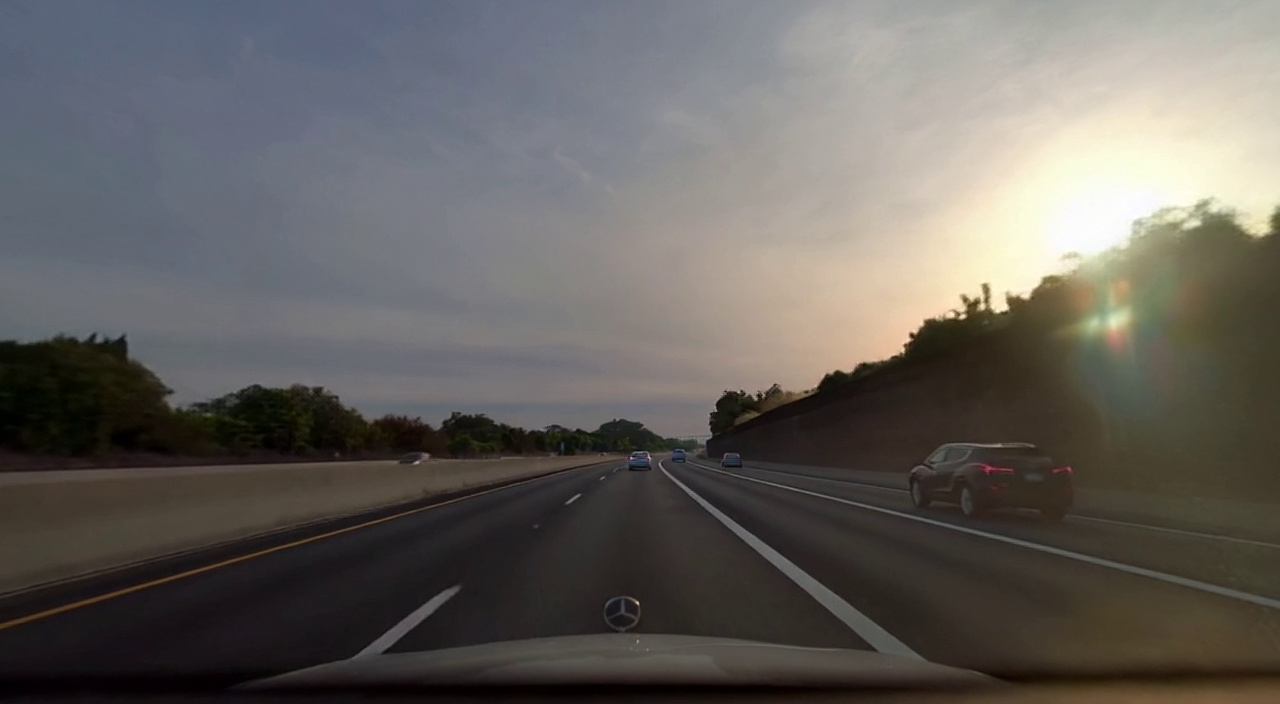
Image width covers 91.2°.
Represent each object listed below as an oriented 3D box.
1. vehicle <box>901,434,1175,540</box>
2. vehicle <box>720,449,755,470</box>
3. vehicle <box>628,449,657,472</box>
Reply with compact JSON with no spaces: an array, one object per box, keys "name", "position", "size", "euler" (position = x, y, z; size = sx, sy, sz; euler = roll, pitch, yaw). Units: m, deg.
[{"name":"vehicle","position":[6.867,2.360,11.625],"size":[2.008,1.533,4.592],"euler":[0,-9,-1]},{"name":"vehicle","position":[7.114,7.901,46.124],"size":[1.941,1.485,3.701],"euler":[0,-9,-1]},{"name":"vehicle","position":[0.181,7.877,45.705],"size":[2.025,1.526,4.181],"euler":[0,-9,0]}]
